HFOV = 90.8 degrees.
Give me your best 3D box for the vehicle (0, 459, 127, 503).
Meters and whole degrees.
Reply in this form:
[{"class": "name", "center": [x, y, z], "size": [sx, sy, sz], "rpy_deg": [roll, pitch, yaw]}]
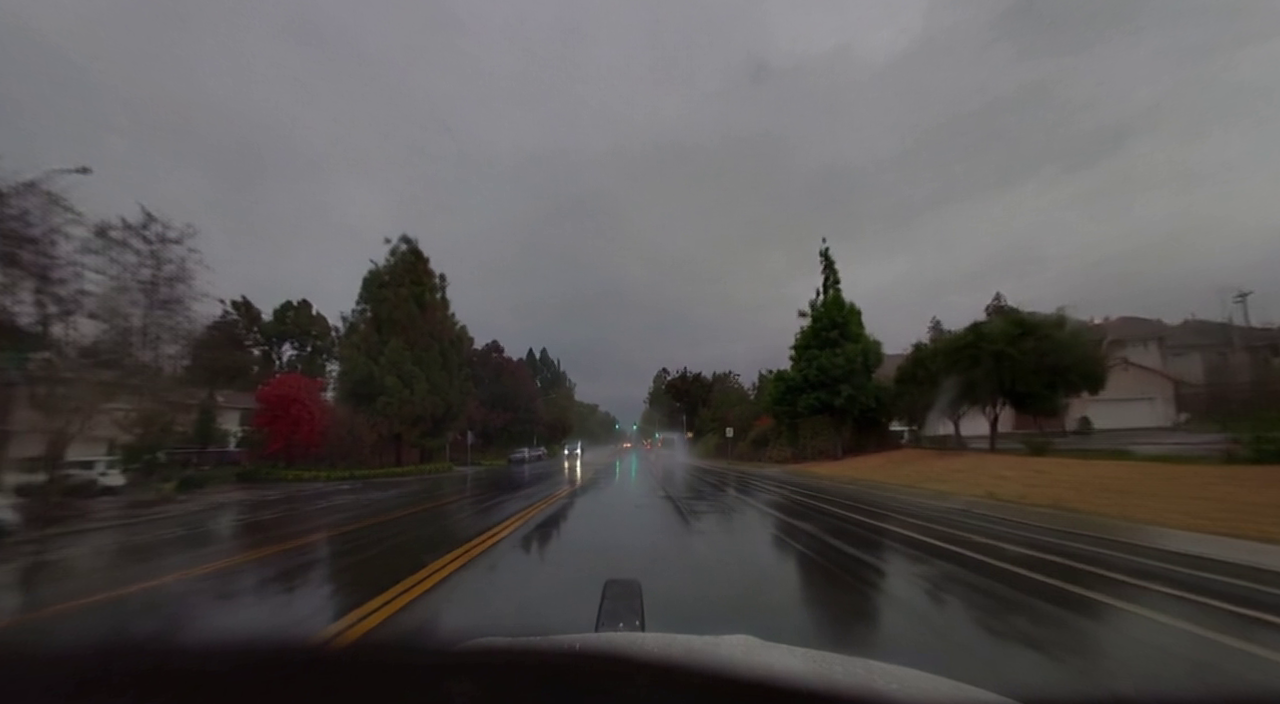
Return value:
[{"class": "vehicle", "center": [-26.726, 5.798, 28.611], "size": [4.924, 1.844, 2.113], "rpy_deg": [0, -9, -2]}]
